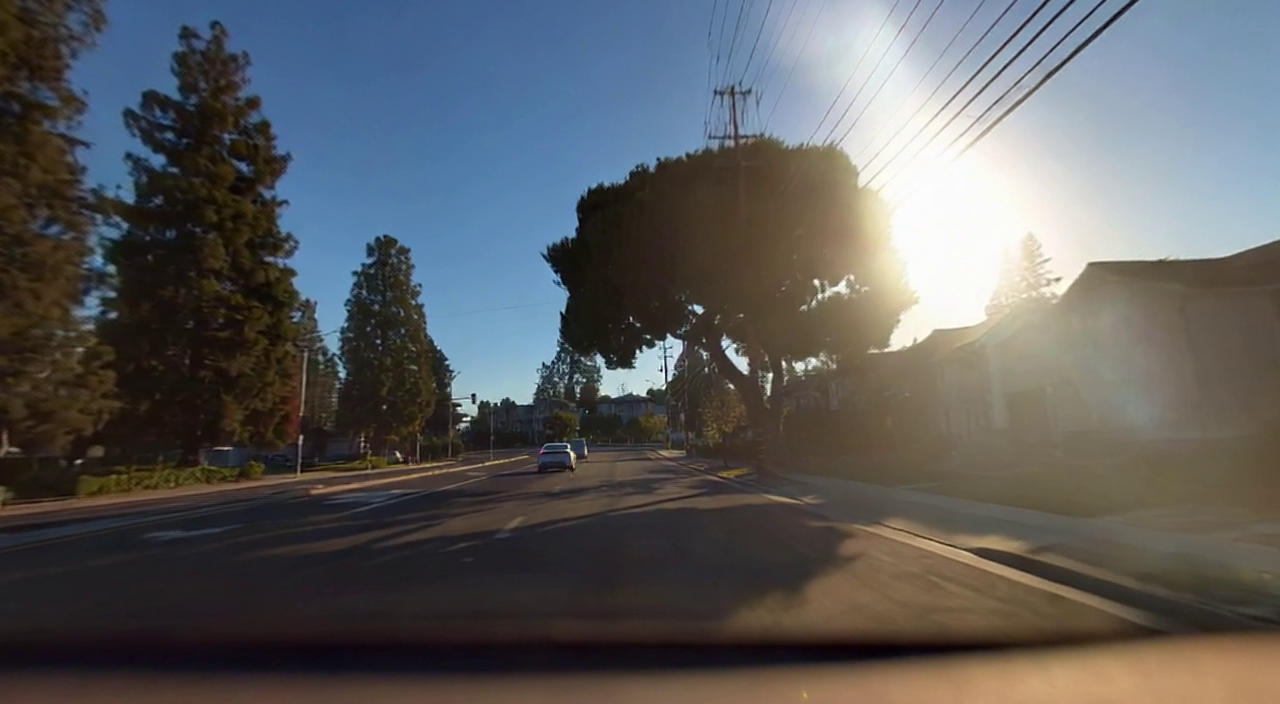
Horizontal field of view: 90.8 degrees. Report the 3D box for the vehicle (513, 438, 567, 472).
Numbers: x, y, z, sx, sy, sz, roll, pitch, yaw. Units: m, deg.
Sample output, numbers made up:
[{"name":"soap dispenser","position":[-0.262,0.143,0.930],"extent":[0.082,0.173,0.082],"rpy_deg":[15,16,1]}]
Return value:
[{"name":"vehicle","position":[-4.665,4.849,30.051],"extent":[2.041,1.471,4.602],"rpy_deg":[0,-8,-3]}]
